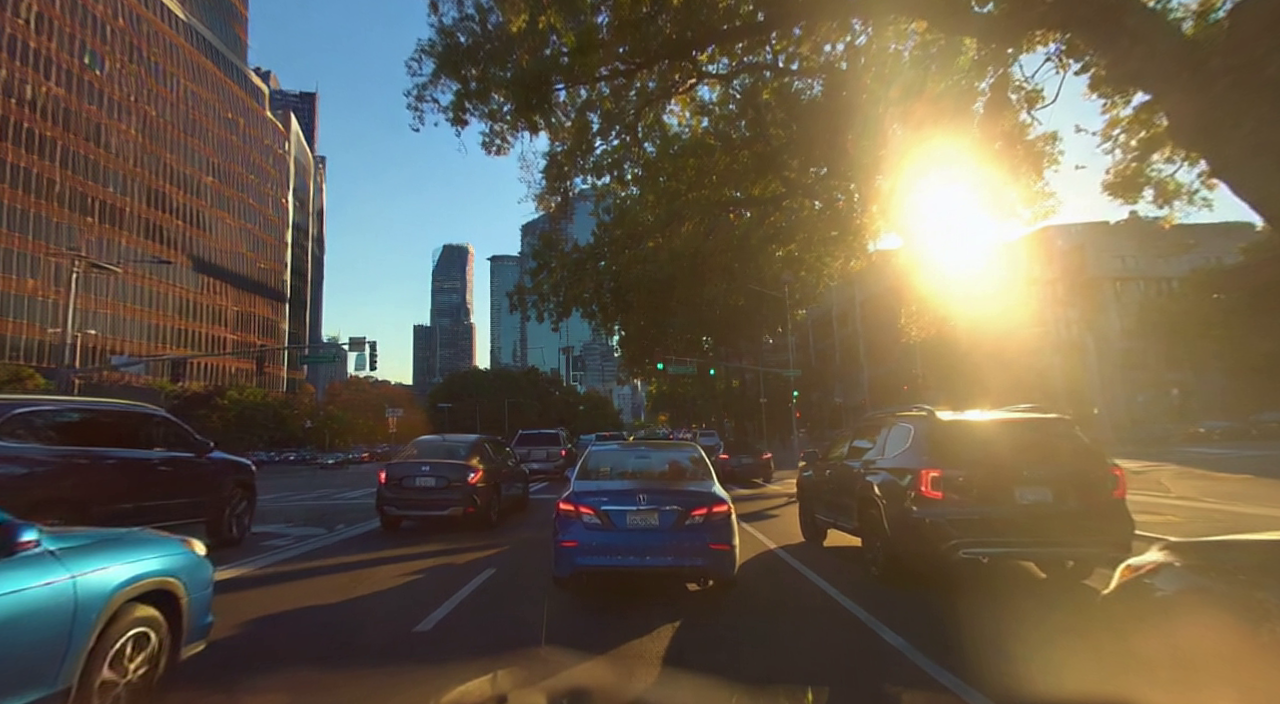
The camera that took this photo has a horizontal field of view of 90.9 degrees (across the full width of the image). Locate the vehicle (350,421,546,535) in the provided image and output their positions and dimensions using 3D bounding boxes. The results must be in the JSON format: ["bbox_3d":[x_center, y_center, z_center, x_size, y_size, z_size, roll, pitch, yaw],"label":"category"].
[{"bbox_3d":[-3.306,2.282,12.028,2.168,1.719,4.561,-1,-8,2],"label":"vehicle"}]

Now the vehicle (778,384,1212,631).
[{"bbox_3d":[3.071,1.451,6.838,2.108,1.785,4.334,0,-9,-1],"label":"vehicle"}]

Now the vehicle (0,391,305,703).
[{"bbox_3d":[-3.359,0.845,1.827,2.144,1.505,4.635,-1,-9,1],"label":"vehicle"}]

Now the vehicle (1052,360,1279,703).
[{"bbox_3d":[2.878,0.595,0.452,2.051,1.548,4.532,0,-8,0],"label":"vehicle"}]

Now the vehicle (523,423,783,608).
[{"bbox_3d":[0.094,1.656,7.270,2.147,1.507,3.953,0,-8,0],"label":"vehicle"}]
